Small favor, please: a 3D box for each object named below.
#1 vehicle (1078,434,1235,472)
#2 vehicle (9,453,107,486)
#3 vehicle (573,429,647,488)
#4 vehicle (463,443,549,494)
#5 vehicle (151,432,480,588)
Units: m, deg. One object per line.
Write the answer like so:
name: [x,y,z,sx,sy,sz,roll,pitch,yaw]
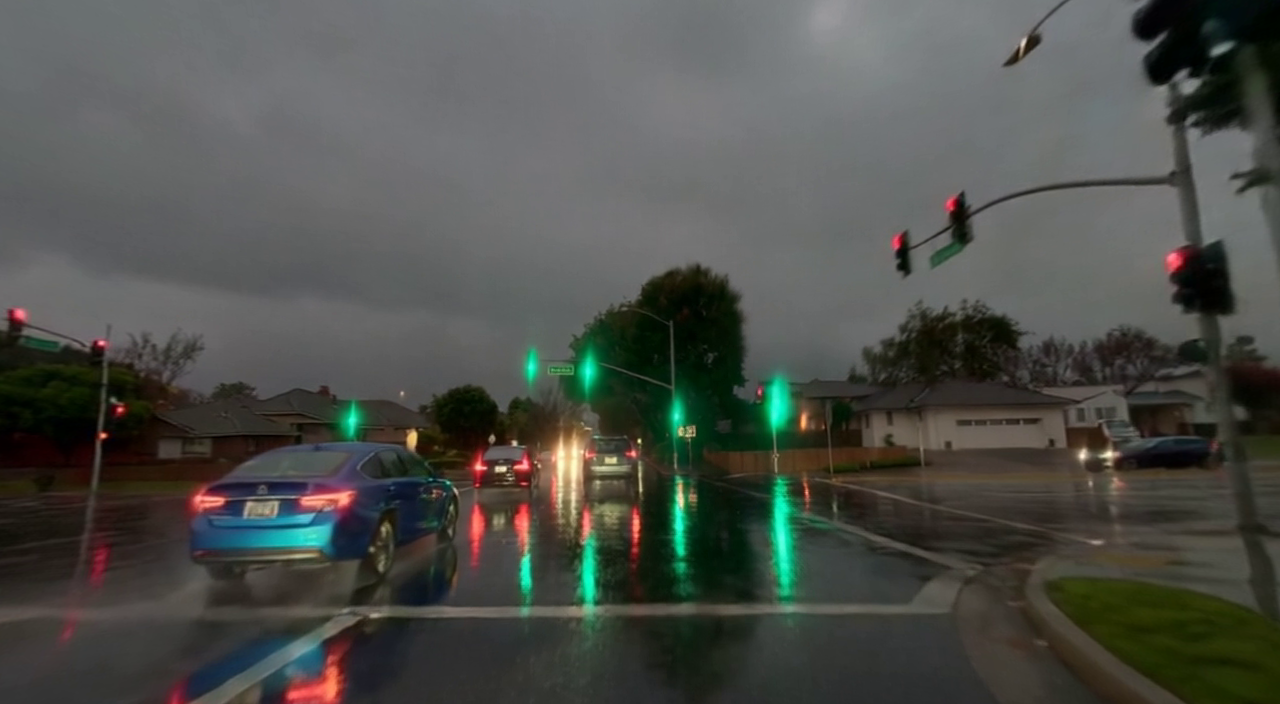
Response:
vehicle: [20.414,4.003,25.164,4.353,1.431,1.876,-2,-8,12]
vehicle: [-32.614,6.565,35.575,2.113,1.603,4.222,2,-8,-13]
vehicle: [-1.076,3.774,22.829,2.396,1.881,4.606,0,-8,-2]
vehicle: [-4.206,3.698,20.566,1.934,1.459,4.368,0,-8,-1]
vehicle: [-3.760,1.879,8.572,1.977,1.488,4.741,0,-8,0]
